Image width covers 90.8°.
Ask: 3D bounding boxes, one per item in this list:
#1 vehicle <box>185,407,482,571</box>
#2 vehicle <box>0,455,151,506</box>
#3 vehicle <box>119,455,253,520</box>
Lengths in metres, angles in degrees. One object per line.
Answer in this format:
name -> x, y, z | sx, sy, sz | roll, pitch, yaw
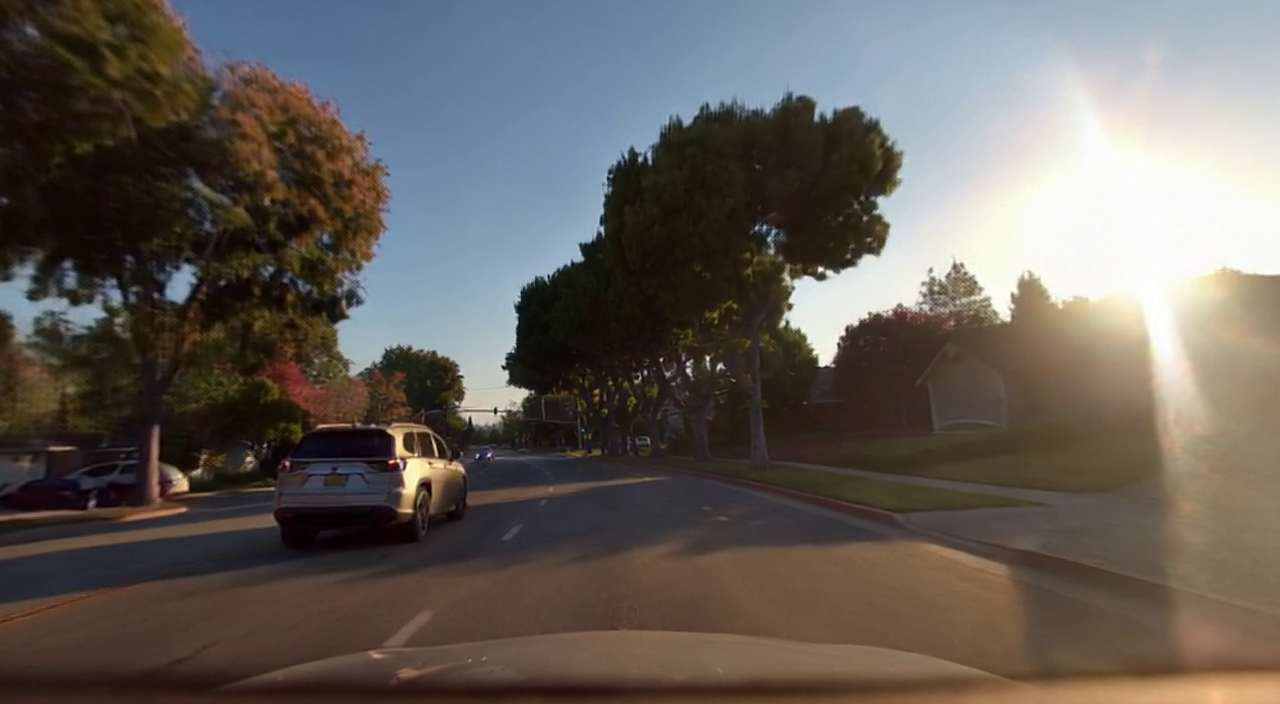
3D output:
vehicle -> -3.917, 1.828, 9.219 | 2.175, 1.772, 4.442 | 0, -8, -1
vehicle -> -24.394, 5.515, 27.262 | 4.809, 1.471, 2.012 | -6, -8, -8
vehicle -> -15.358, 4.529, 21.690 | 1.878, 1.505, 4.435 | -8, -6, -10
